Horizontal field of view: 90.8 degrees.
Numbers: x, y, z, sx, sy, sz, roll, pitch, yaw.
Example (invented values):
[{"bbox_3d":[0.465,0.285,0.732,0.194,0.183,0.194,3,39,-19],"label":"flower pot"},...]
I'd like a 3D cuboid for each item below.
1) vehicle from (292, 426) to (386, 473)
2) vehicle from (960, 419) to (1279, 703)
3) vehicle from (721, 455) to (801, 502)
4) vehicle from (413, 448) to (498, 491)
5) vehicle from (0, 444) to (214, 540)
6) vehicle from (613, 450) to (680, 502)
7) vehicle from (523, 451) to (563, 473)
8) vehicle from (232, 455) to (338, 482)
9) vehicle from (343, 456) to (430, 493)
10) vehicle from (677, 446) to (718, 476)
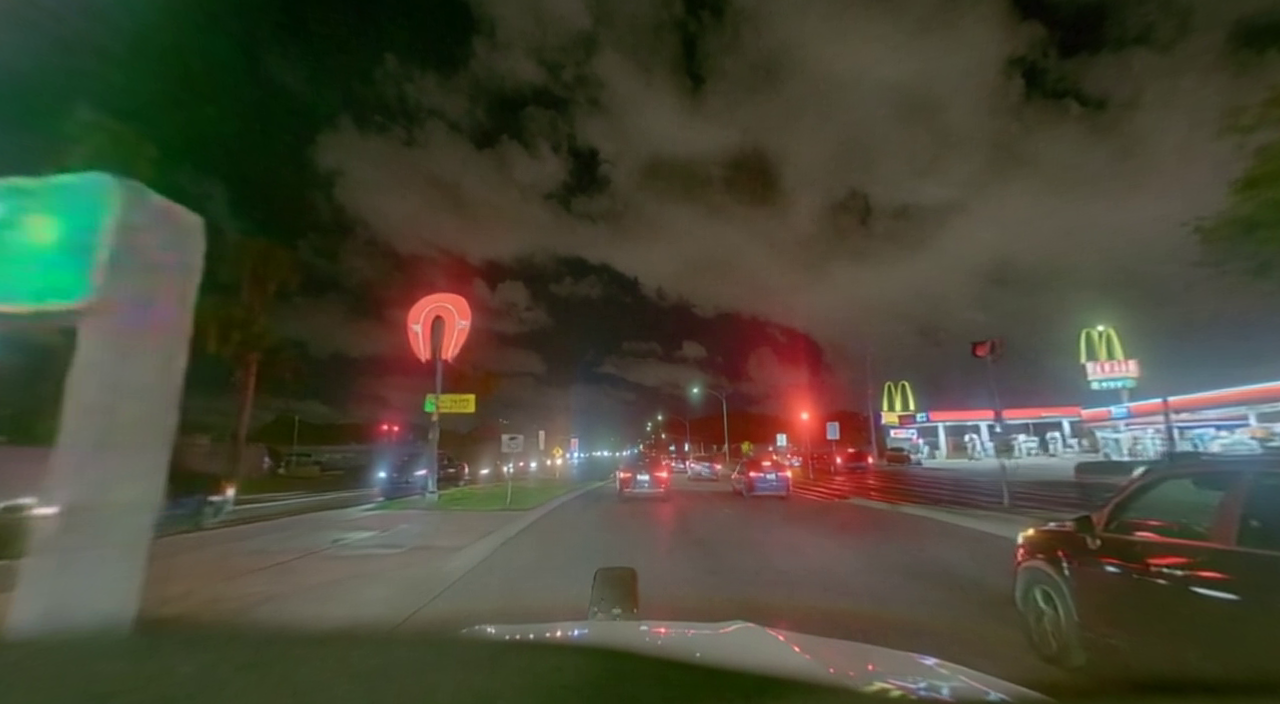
[{"bbox_3d":[-23.173,7.653,49.284,2.791,3.271,7.924,-1,-10,5],"label":"vehicle"},{"bbox_3d":[3.576,1.080,2.929,1.987,1.474,4.198,0,-9,0],"label":"vehicle"},{"bbox_3d":[4.074,4.309,21.940,1.889,1.448,4.262,0,-9,0],"label":"vehicle"},{"bbox_3d":[-8.018,5.147,27.969,1.980,1.719,4.963,-1,-9,4],"label":"vehicle"},{"bbox_3d":[-12.069,2.955,13.923,2.006,1.737,4.537,-1,-9,3],"label":"vehicle"},{"bbox_3d":[0.172,4.077,21.140,2.021,1.550,4.090,0,-9,-1],"label":"vehicle"},{"bbox_3d":[-6.935,7.911,45.535,2.052,1.483,4.751,-1,-9,1],"label":"vehicle"},{"bbox_3d":[-20.412,6.715,36.474,4.858,1.489,2.147,-1,-10,5],"label":"vehicle"},{"bbox_3d":[-11.182,5.410,28.243,1.908,1.506,4.397,-1,-9,2],"label":"vehicle"},{"bbox_3d":[3.783,7.293,42.343,2.299,1.803,5.434,0,-9,1],"label":"vehicle"}]
